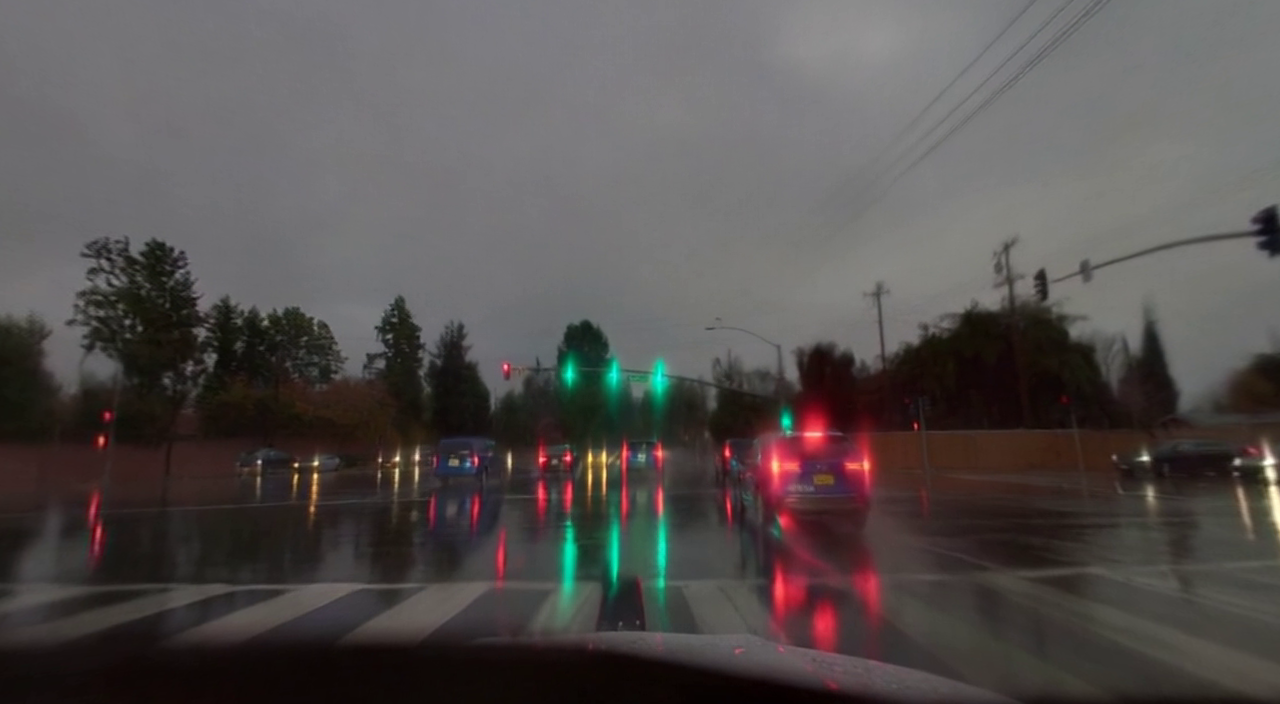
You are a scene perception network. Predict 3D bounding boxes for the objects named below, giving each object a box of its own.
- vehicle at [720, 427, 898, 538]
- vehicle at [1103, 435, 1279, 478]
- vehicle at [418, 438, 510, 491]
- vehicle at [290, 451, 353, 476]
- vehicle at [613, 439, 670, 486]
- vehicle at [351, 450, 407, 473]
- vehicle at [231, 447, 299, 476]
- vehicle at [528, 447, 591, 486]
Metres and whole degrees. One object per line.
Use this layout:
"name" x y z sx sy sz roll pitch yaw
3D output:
"vehicle" 2.846 2.311 11.836 2.034 1.655 4.465 0 -9 -1
"vehicle" 20.332 3.870 23.391 4.830 1.493 1.930 0 -9 -1
"vehicle" -6.660 4.299 24.479 2.116 1.812 4.609 0 -9 2
"vehicle" -21.551 7.505 42.888 1.891 1.577 4.238 -1 -9 3
"vehicle" 0.091 4.408 25.427 2.111 1.712 4.078 0 -9 1
"vehicle" -18.250 7.680 44.375 1.994 1.496 4.211 -1 -9 2
"vehicle" -24.901 7.271 42.152 1.889 1.814 4.086 0 -9 1
"vehicle" -3.202 4.648 26.039 1.881 1.466 4.484 0 -9 1
